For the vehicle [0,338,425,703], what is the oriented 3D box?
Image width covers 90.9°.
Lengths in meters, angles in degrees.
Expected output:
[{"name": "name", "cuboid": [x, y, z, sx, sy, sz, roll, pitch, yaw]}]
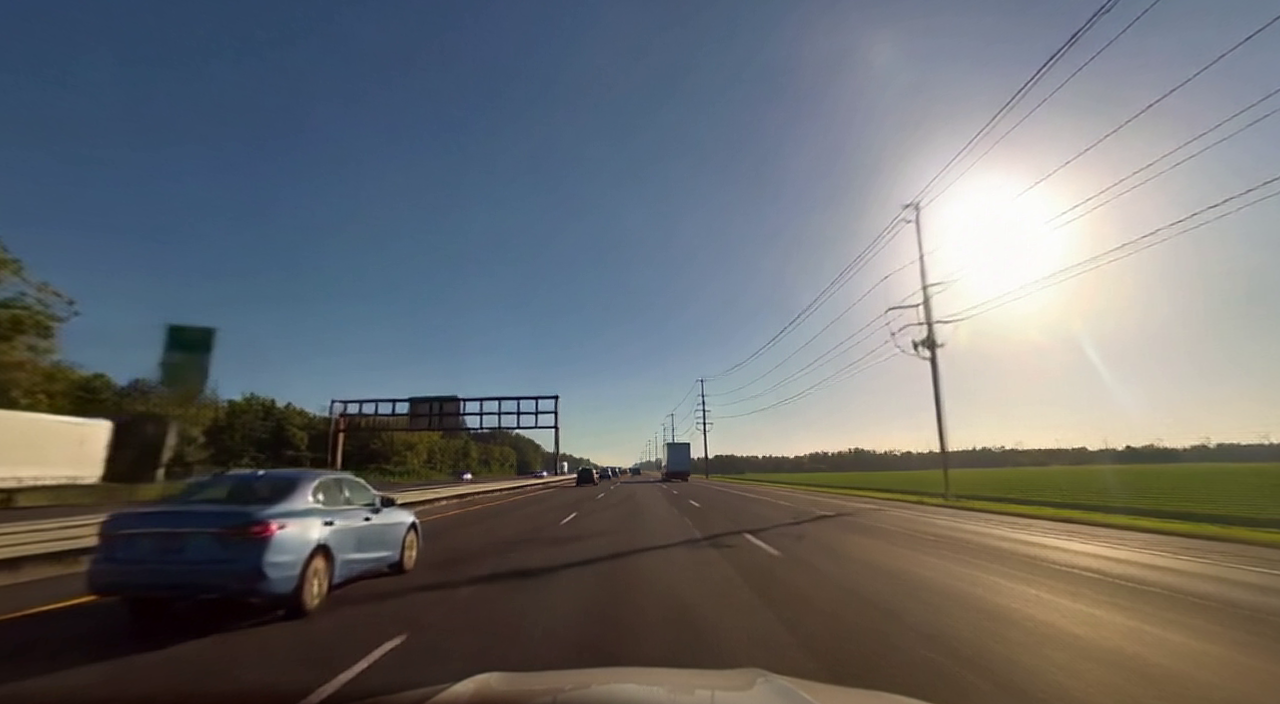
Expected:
[{"name": "vehicle", "cuboid": [-3.274, 1.185, 4.291, 2.065, 1.722, 4.441, 1, -11, -1]}]

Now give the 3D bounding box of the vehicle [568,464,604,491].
[{"name": "vehicle", "cuboid": [-3.390, 8.012, 40.352, 1.942, 1.597, 3.943, 1, -11, 0]}]
